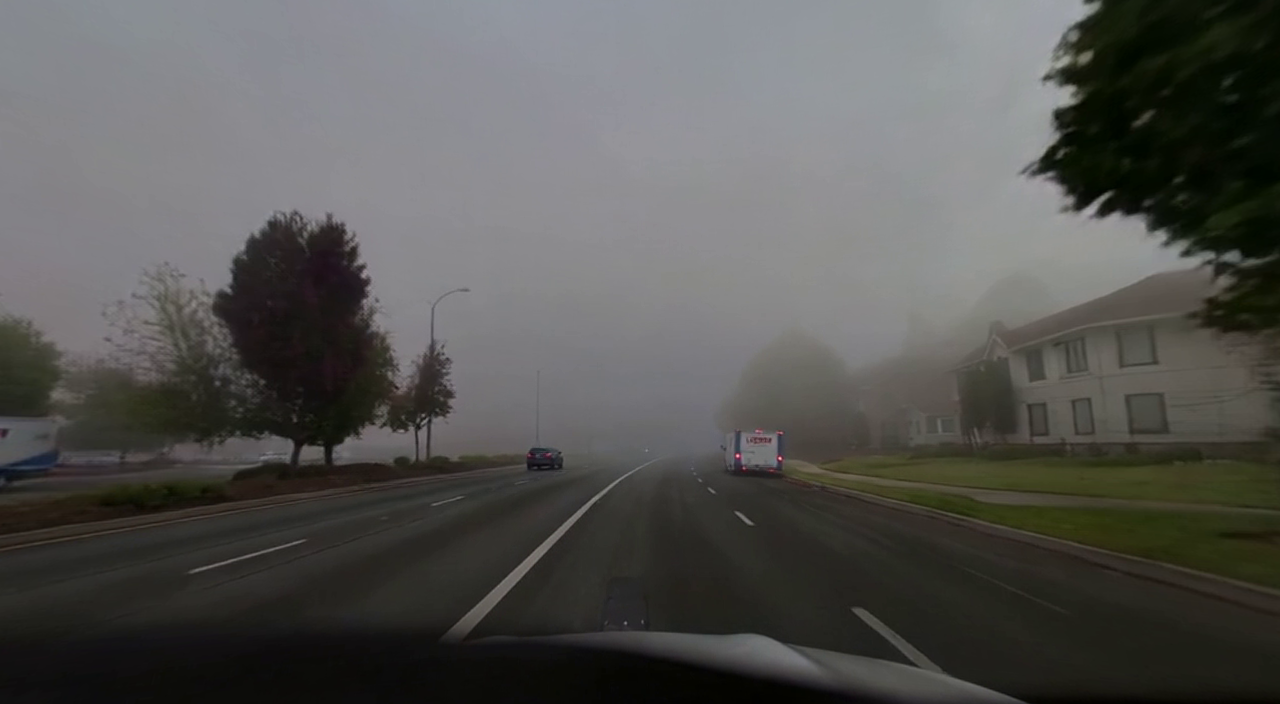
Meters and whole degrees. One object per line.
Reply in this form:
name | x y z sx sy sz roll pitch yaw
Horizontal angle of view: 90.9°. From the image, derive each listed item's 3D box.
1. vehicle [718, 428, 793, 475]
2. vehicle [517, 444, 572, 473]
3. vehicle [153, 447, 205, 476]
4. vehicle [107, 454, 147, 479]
vehicle | 5.418 4.811 30.694 2.695 2.013 6.661 0 -8 2
vehicle | -5.192 5.826 34.914 2.060 1.473 4.645 0 -8 3
vehicle | -29.865 7.030 40.778 2.118 1.670 4.487 7 -11 -41
vehicle | -37.517 8.315 46.010 1.989 1.587 4.182 8 -10 -40
